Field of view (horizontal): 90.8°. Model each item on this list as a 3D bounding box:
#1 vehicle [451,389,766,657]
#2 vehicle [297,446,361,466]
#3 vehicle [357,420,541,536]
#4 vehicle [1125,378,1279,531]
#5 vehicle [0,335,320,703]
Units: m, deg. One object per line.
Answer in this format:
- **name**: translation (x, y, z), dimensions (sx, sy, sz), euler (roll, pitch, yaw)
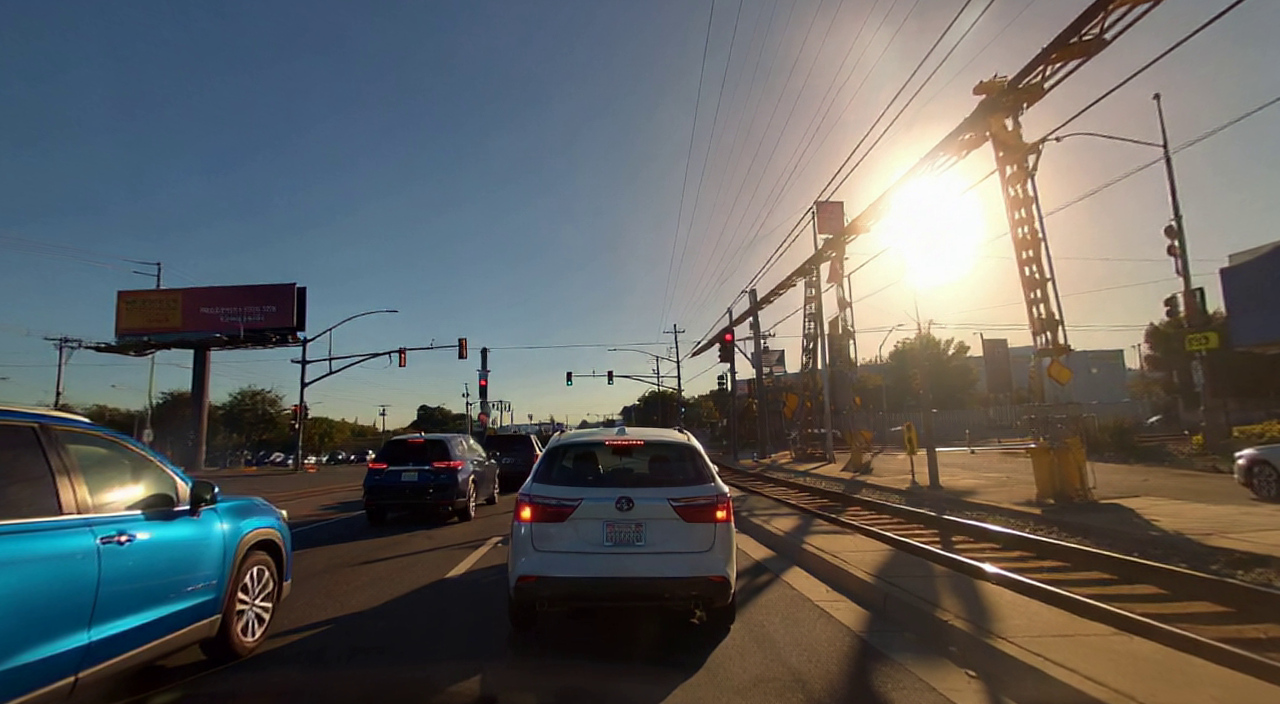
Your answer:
- **vehicle**: translation (-0.207, 1.379, 5.991), dimensions (2.025, 1.723, 3.644), euler (0, -9, 0)
- **vehicle**: translation (-24.185, 8.066, 49.094), dimensions (4.357, 1.444, 1.842), euler (-3, -9, 19)
- **vehicle**: translation (-3.150, 2.181, 11.499), dimensions (1.988, 1.678, 4.317), euler (0, -9, 0)
- **vehicle**: translation (9.620, 1.312, 8.191), dimensions (5.060, 1.702, 2.033), euler (1, -9, -4)
- **vehicle**: translation (-3.933, 0.877, 3.093), dimensions (2.052, 1.814, 5.184), euler (0, -9, -1)
